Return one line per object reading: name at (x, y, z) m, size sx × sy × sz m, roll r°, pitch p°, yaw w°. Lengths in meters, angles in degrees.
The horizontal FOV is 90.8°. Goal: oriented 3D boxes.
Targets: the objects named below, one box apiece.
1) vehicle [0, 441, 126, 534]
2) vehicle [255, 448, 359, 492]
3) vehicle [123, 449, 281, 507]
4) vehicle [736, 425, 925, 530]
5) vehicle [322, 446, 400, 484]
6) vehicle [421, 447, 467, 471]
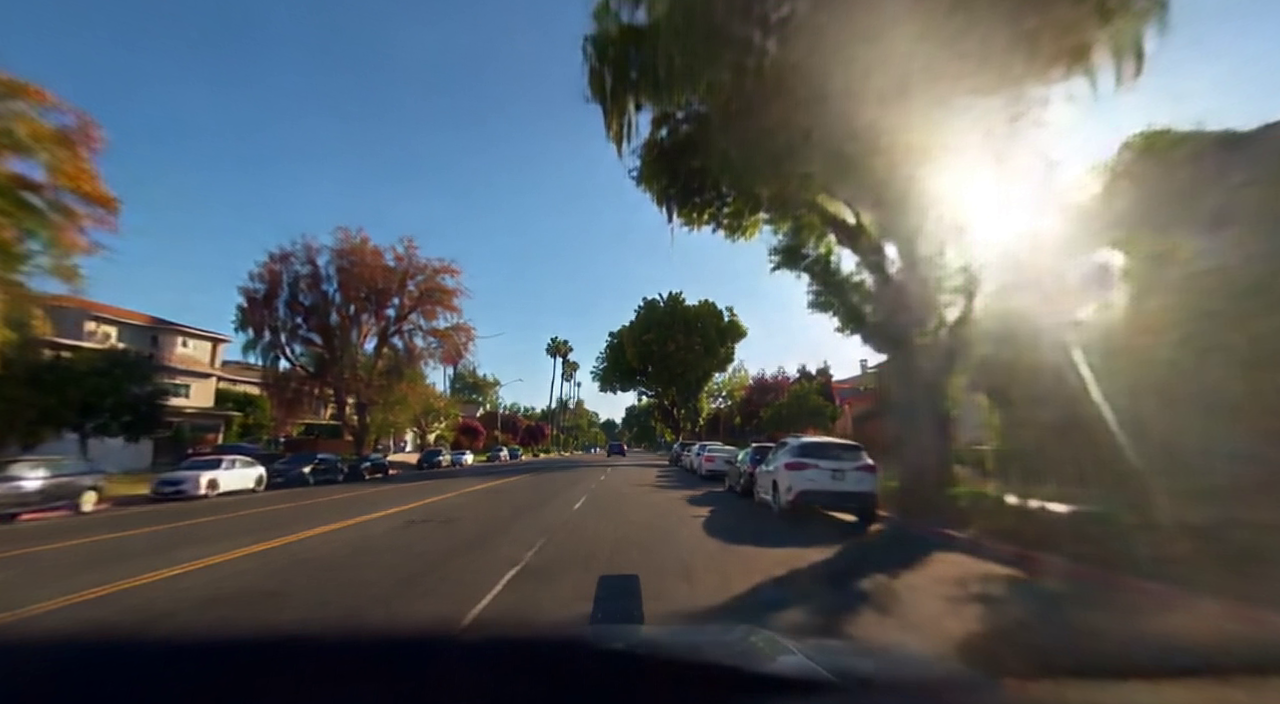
vehicle at (-13.563, 2.828, 13.367) m, size 1.844 × 1.764 × 4.183 m, roll -1°, pitch -7°, yaw -1°
vehicle at (-13.641, 4.819, 26.214) m, size 1.899 × 1.474 × 4.529 m, roll -1°, pitch -7°, yaw 0°
vehicle at (-13.631, 3.904, 20.073) m, size 1.921 × 1.498 × 4.460 m, roll 0°, pitch -7°, yaw -1°
vehicle at (3.527, 2.464, 13.031) m, size 2.221 × 1.718 × 5.192 m, roll 0°, pitch -9°, yaw -1°
vehicle at (-13.768, 5.580, 31.459) m, size 1.876 × 1.610 × 4.467 m, roll -1°, pitch -7°, yaw -1°
vehicle at (-13.960, 7.642, 45.268) m, size 1.970 × 1.525 × 4.420 m, roll 0°, pitch -8°, yaw -2°
